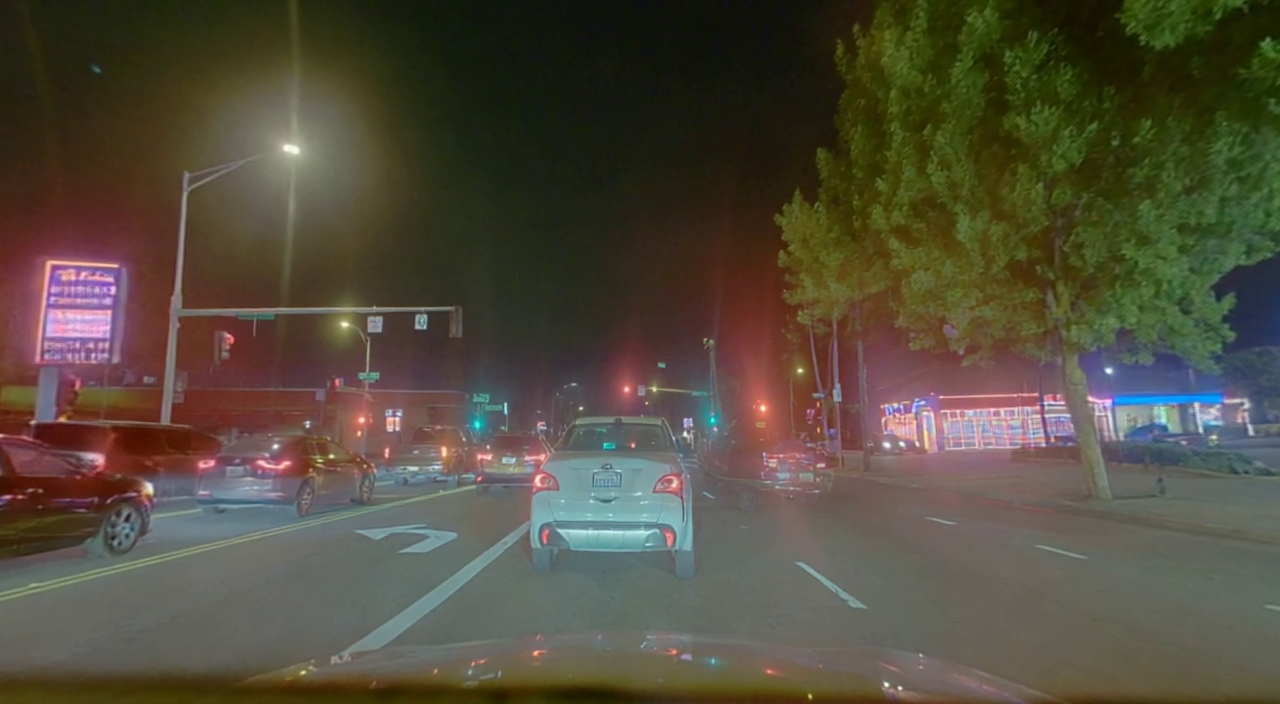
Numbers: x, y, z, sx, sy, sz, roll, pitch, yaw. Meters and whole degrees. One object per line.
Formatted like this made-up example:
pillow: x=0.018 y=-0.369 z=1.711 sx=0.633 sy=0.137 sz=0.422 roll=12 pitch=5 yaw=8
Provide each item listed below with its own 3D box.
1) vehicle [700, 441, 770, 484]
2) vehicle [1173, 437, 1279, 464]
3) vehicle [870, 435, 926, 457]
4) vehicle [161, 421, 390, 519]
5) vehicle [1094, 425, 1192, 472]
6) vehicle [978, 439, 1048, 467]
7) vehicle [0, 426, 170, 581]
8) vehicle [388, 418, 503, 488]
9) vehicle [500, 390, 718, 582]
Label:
vehicle: x=3.425 y=4.050 z=23.509 sx=2.023 sy=1.441 sz=4.240 roll=0 pitch=-8 yaw=1
vehicle: x=29.718 y=4.952 z=31.668 sx=4.176 sy=1.313 sz=1.719 roll=0 pitch=-8 yaw=2
vehicle: x=20.098 y=7.326 z=49.048 sx=4.361 sy=1.653 sz=2.034 roll=6 pitch=-11 yaw=-37
vehicle: x=-7.142 y=2.358 z=13.071 sx=1.941 sy=1.655 sz=4.503 roll=0 pitch=-8 yaw=1
vehicle: x=19.226 y=3.666 z=24.040 sx=4.156 sy=1.622 sz=1.924 roll=7 pitch=-11 yaw=-38
vehicle: x=20.096 y=5.409 z=33.927 sx=3.836 sy=1.443 sz=1.694 roll=5 pitch=-10 yaw=-35
vehicle: x=-6.963 y=1.420 z=5.852 sx=1.831 sy=1.451 sz=4.382 roll=0 pitch=-8 yaw=-1
vehicle: x=-6.475 y=3.438 z=21.666 sx=2.496 sy=2.112 sz=4.351 roll=0 pitch=-8 yaw=0
vehicle: x=-0.315 y=1.596 z=8.231 sx=2.064 sy=1.817 sz=4.298 roll=0 pitch=-8 yaw=-1
